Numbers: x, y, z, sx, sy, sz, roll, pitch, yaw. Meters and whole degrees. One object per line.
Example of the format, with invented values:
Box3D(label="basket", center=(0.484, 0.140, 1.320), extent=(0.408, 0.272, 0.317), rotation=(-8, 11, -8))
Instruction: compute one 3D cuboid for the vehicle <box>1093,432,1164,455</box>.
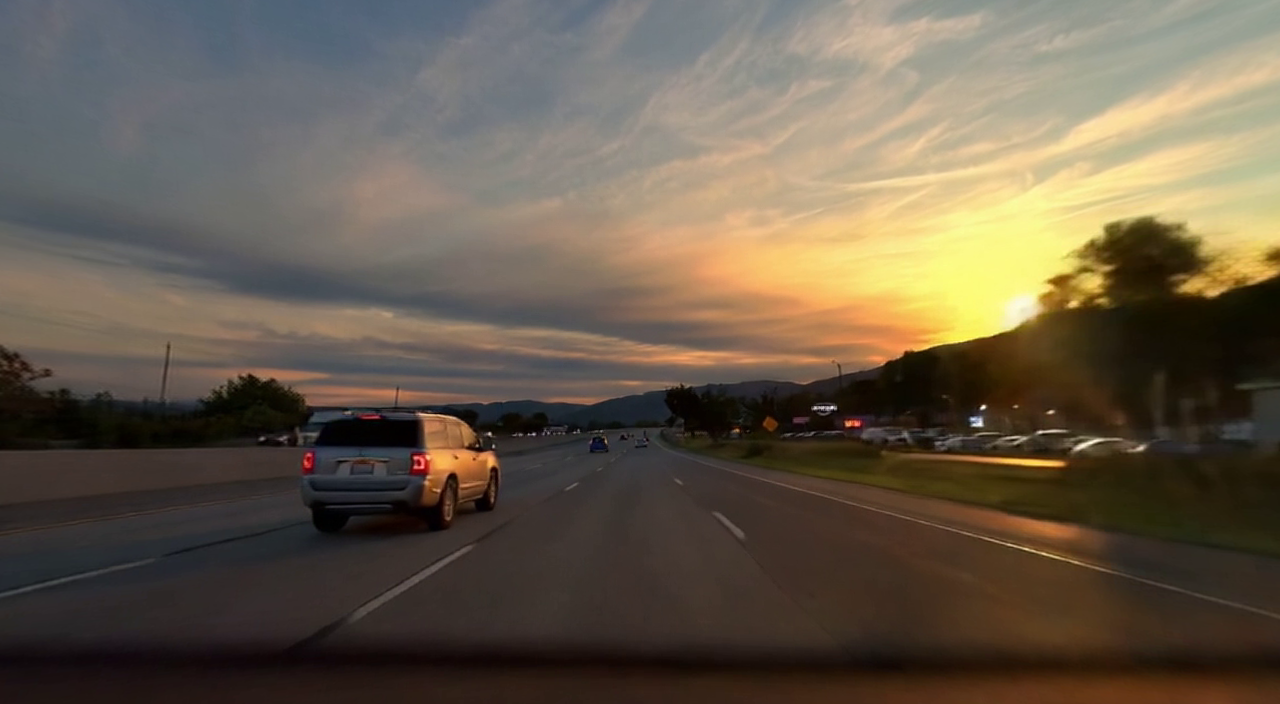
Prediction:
Box3D(label="vehicle", center=(38.253, 7.174, 49.426), extent=(4.338, 1.705, 1.983), rotation=(2, -9, -13))

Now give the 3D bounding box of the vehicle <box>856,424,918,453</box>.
Box3D(label="vehicle", center=(16.669, 5.907, 42.862), extent=(2.044, 1.792, 5.081), rotation=(0, -8, -1))

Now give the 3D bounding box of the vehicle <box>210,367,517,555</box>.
Box3D(label="vehicle", center=(-3.826, 1.702, 10.401), extent=(2.352, 2.209, 5.802), rotation=(0, -8, 1))
